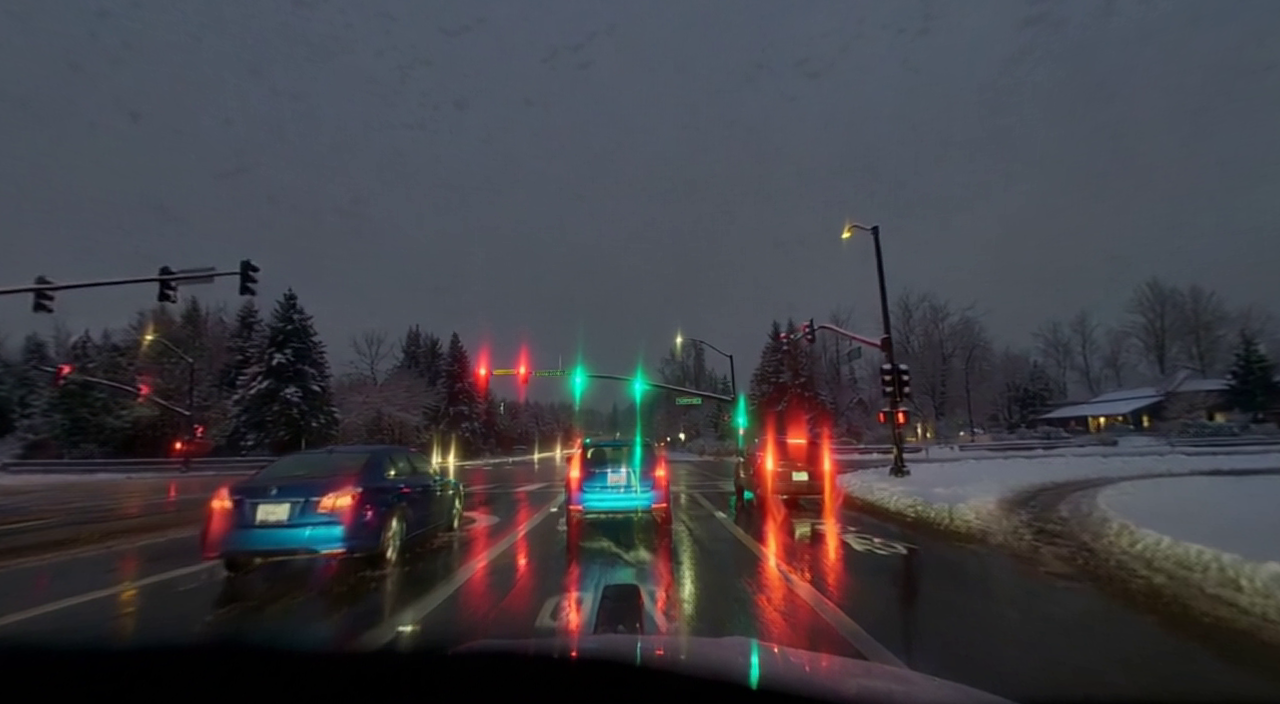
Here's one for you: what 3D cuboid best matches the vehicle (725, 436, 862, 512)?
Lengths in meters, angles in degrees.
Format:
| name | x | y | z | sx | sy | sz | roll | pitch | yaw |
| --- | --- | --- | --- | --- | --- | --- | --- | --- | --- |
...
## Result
| name | x | y | z | sx | sy | sz | roll | pitch | yaw |
| --- | --- | --- | --- | --- | --- | --- | --- | --- | --- |
| vehicle | 3.274 | 2.694 | 14.488 | 1.970 | 1.449 | 4.433 | 0 | -8 | -1 |

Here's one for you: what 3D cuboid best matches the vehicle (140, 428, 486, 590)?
| name | x | y | z | sx | sy | sz | roll | pitch | yaw |
| --- | --- | --- | --- | --- | --- | --- | --- | --- | --- |
| vehicle | -3.582 | 1.787 | 8.146 | 2.052 | 1.472 | 4.479 | 0 | -8 | 0 |

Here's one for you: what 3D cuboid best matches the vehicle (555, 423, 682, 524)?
| name | x | y | z | sx | sy | sz | roll | pitch | yaw |
| --- | --- | --- | --- | --- | --- | --- | --- | --- | --- |
| vehicle | -0.353 | 2.255 | 12.208 | 2.038 | 1.599 | 3.844 | 0 | -8 | 0 |
